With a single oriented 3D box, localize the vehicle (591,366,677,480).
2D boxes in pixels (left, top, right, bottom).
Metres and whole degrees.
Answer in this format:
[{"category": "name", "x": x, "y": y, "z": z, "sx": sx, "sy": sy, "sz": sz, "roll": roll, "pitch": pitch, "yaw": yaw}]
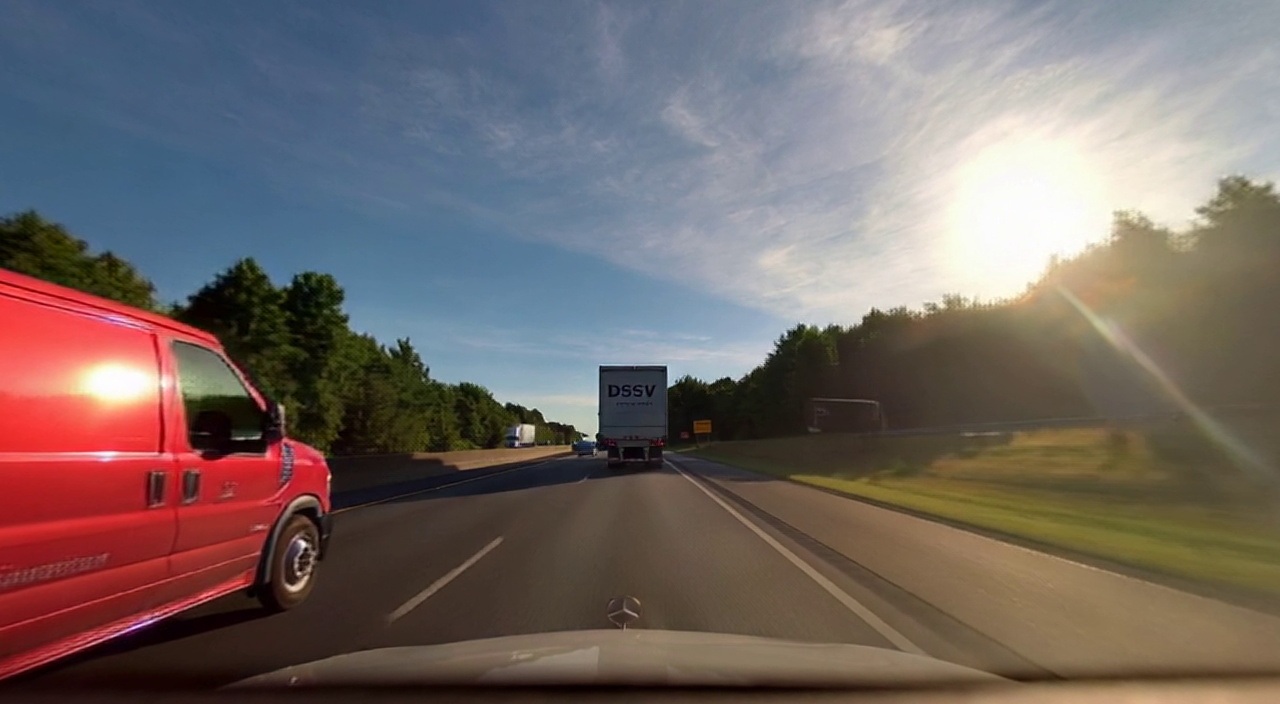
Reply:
[{"category": "vehicle", "x": -0.377, "y": 3.189, "z": 27.175, "sx": 2.969, "sy": 3.957, "sz": 10.270, "roll": 0, "pitch": -8, "yaw": -2}]
